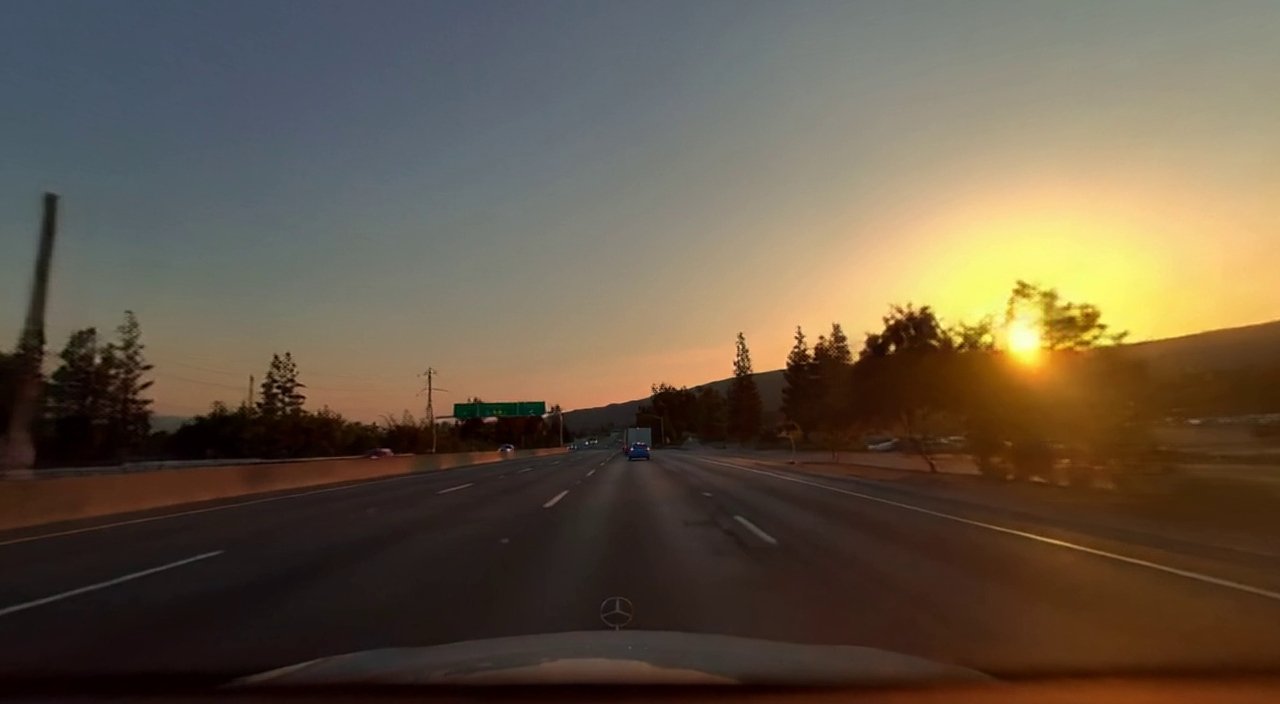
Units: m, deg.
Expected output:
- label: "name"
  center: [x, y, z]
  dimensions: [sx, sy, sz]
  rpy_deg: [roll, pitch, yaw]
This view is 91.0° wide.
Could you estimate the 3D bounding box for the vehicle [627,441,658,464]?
- label: "vehicle"
  center: [0.128, 6.820, 42.920]
  dimensions: [2.028, 1.440, 3.690]
  rpy_deg: [0, -8, -1]
